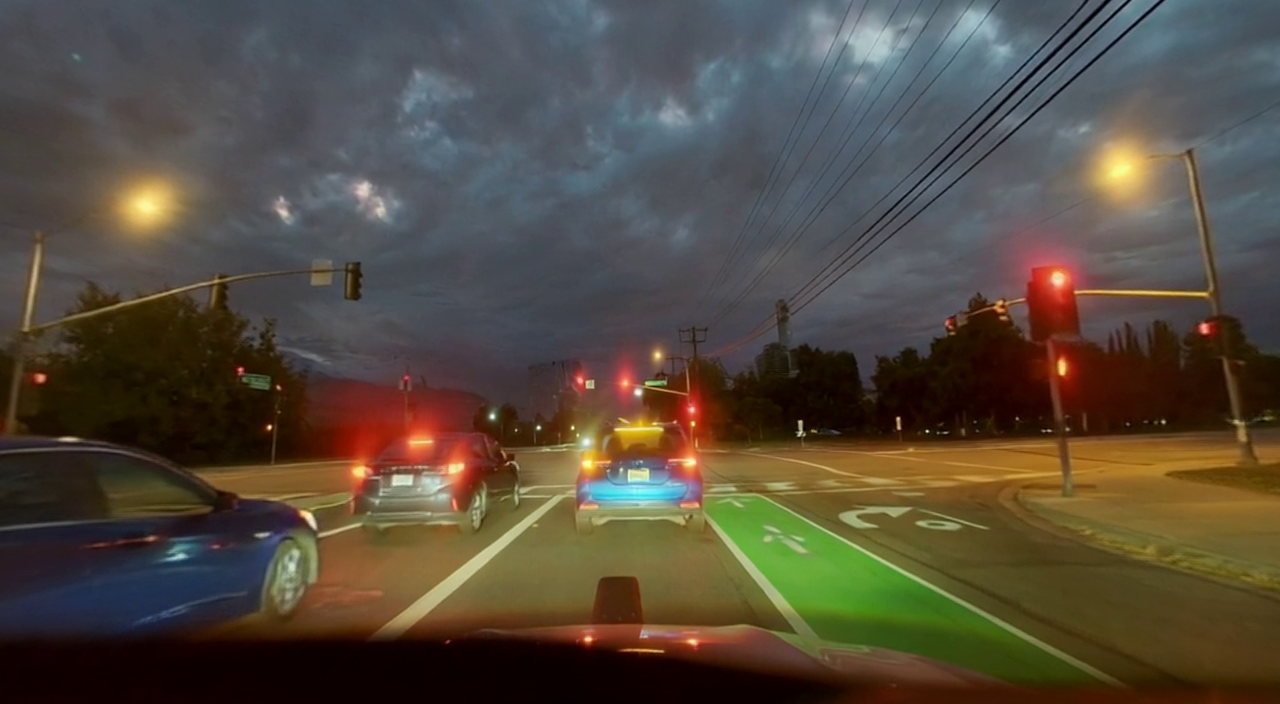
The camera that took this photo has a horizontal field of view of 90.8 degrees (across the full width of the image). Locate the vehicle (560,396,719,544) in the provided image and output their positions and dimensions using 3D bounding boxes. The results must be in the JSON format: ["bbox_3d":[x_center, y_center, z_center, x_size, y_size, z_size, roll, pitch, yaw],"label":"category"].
[{"bbox_3d":[-0.045,1.934,10.782,2.036,1.885,5.196,0,-9,-1],"label":"vehicle"}]

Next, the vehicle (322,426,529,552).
[{"bbox_3d":[-2.944,1.975,9.642,1.726,1.506,3.840,0,-9,1],"label":"vehicle"}]

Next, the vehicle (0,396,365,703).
[{"bbox_3d":[-3.484,0.979,2.863,2.138,1.488,5.327,0,-7,-1],"label":"vehicle"}]
